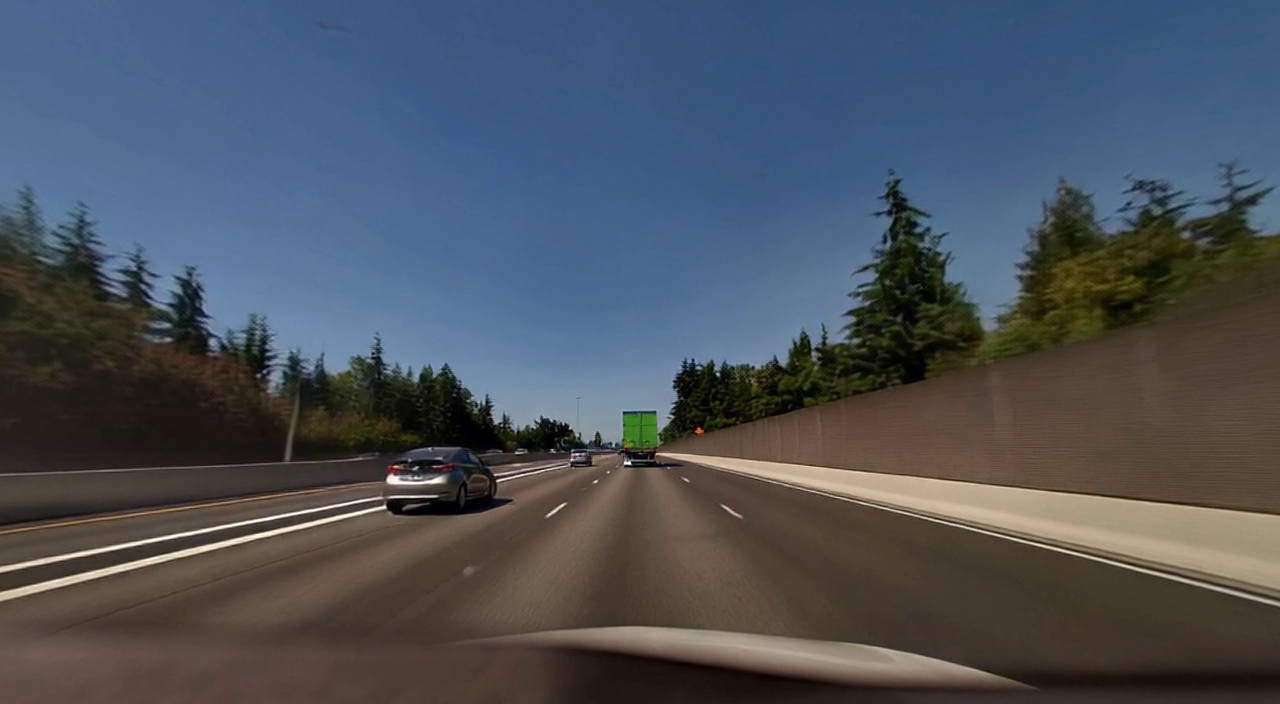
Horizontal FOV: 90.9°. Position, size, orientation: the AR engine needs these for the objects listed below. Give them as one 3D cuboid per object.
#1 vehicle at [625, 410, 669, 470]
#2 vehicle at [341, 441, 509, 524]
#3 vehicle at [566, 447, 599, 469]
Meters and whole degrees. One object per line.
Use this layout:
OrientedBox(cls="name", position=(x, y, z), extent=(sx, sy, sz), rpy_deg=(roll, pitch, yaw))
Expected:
OrientedBox(cls="vehicle", position=(0.517, 6.764, 47.888), extent=(2.980, 4.051, 10.359), rpy_deg=(0, -9, 0))
OrientedBox(cls="vehicle", position=(-4.377, 2.723, 13.771), extent=(1.977, 1.478, 4.702), rpy_deg=(0, -9, 0))
OrientedBox(cls="vehicle", position=(-4.091, 7.648, 45.568), extent=(1.974, 1.531, 4.429), rpy_deg=(0, -9, 0))
